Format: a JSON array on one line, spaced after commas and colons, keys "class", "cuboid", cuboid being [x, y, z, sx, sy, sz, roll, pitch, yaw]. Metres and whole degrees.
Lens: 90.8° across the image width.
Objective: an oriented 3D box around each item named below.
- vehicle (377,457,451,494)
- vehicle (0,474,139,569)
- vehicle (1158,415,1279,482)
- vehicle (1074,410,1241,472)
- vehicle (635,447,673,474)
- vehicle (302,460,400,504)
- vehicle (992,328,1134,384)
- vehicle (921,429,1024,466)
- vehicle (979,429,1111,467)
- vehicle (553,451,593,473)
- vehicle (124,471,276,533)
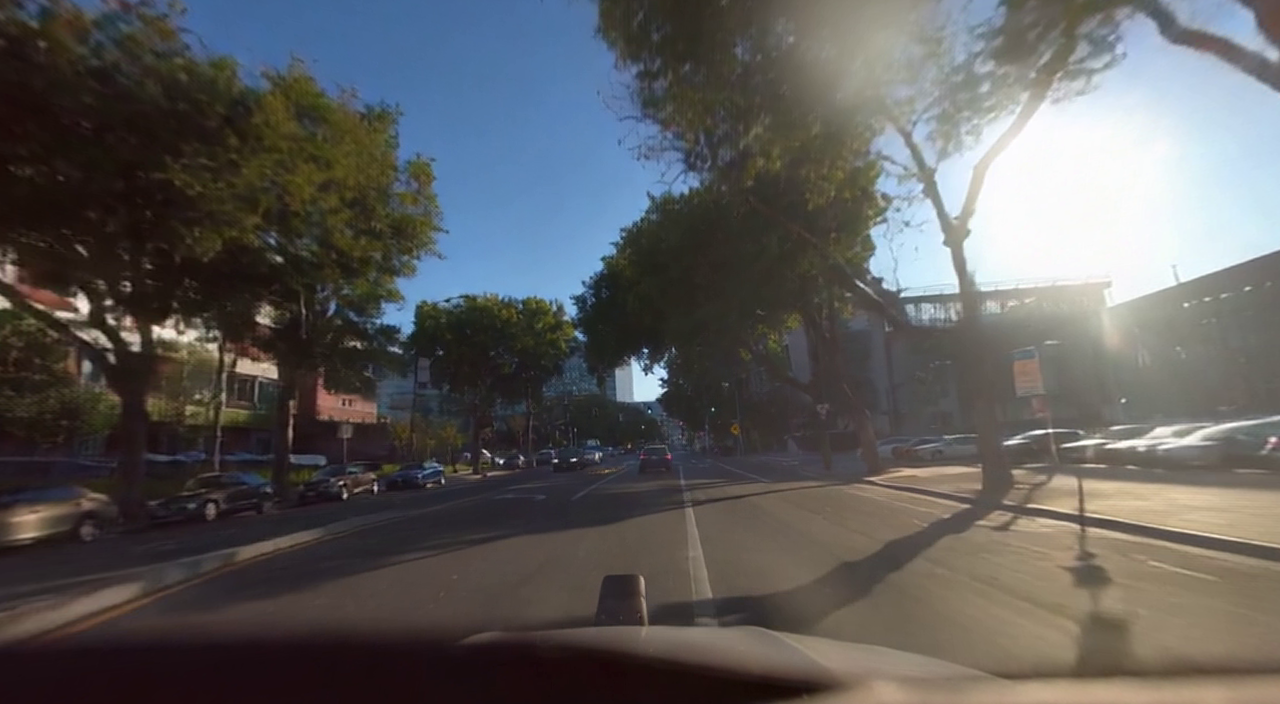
[{"class": "vehicle", "cuboid": [-11.882, 6.501, 33.577, 2.016, 1.627, 4.742, -2, -8, 3]}, {"class": "vehicle", "cuboid": [-12.934, 3.398, 12.569, 1.984, 1.635, 4.525, -4, -9, 5]}, {"class": "vehicle", "cuboid": [14.588, 2.200, 14.563, 3.556, 1.414, 1.851, -1, -9, 2]}, {"class": "vehicle", "cuboid": [16.056, 2.854, 20.040, 2.050, 1.573, 5.029, -6, -10, 15]}, {"class": "vehicle", "cuboid": [0.873, 6.231, 36.625, 2.051, 1.454, 4.132, -1, -9, 3]}, {"class": "vehicle", "cuboid": [-12.283, 5.528, 27.205, 1.997, 1.668, 4.084, -1, -9, 5]}, {"class": "vehicle", "cuboid": [15.369, 0.172, 23.124, 3.766, 1.708, 1.810, -1, -9, 5]}, {"class": "vehicle", "cuboid": [16.129, 4.691, 30.798, 3.922, 1.420, 1.784, -5, -10, 4]}, {"class": "vehicle", "cuboid": [16.154, 3.867, 25.398, 3.620, 1.412, 2.472, -1, -9, 3]}, {"class": "vehicle", "cuboid": [-4.712, 7.788, 44.989, 1.993, 1.463, 4.265, -1, -9, 5]}, {"class": "vehicle", "cuboid": [-12.740, 4.317, 18.608, 1.646, 1.462, 3.740, -1, -9, 2]}]
